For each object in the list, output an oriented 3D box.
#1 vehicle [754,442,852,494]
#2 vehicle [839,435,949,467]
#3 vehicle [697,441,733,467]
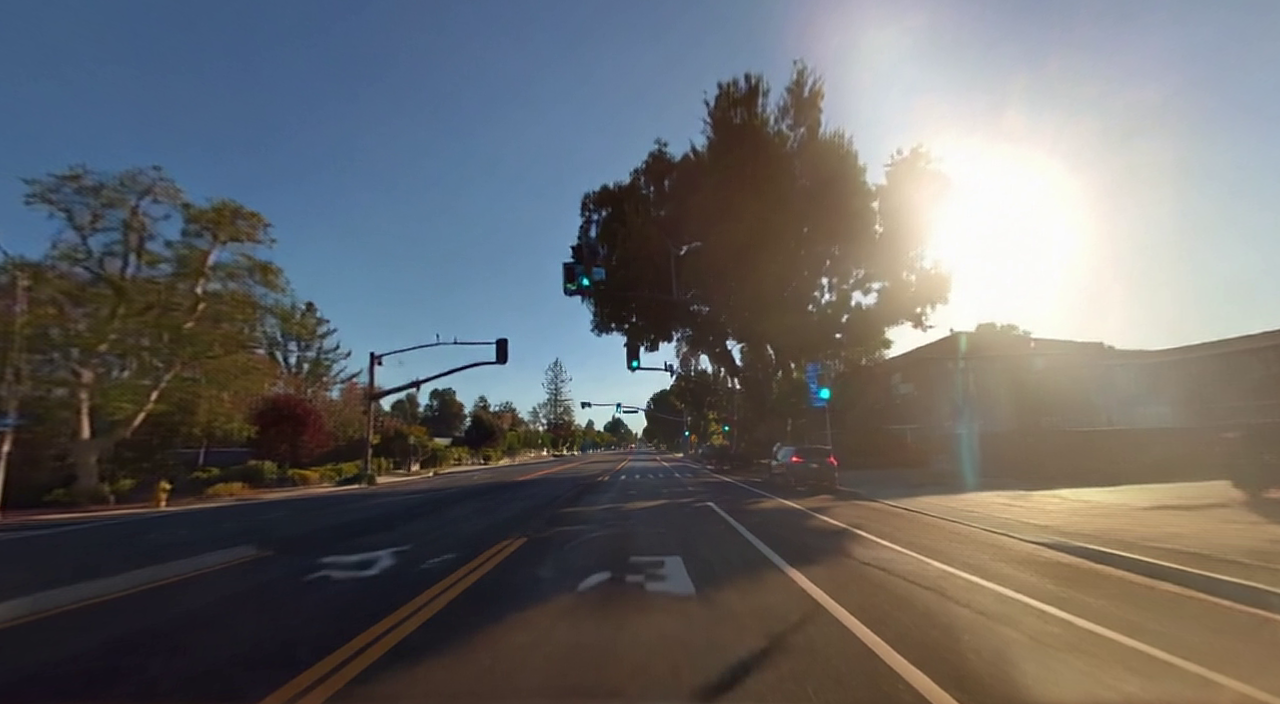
[{"bbox_3d":[5.171,3.738,20.720,2.032,1.478,5.040,0,-9,2],"label":"vehicle"},{"bbox_3d":[12.253,4.806,30.577,4.502,1.470,1.839,0,-9,0],"label":"vehicle"},{"bbox_3d":[5.343,7.353,45.425,2.069,1.743,4.595,0,-9,0],"label":"vehicle"}]
